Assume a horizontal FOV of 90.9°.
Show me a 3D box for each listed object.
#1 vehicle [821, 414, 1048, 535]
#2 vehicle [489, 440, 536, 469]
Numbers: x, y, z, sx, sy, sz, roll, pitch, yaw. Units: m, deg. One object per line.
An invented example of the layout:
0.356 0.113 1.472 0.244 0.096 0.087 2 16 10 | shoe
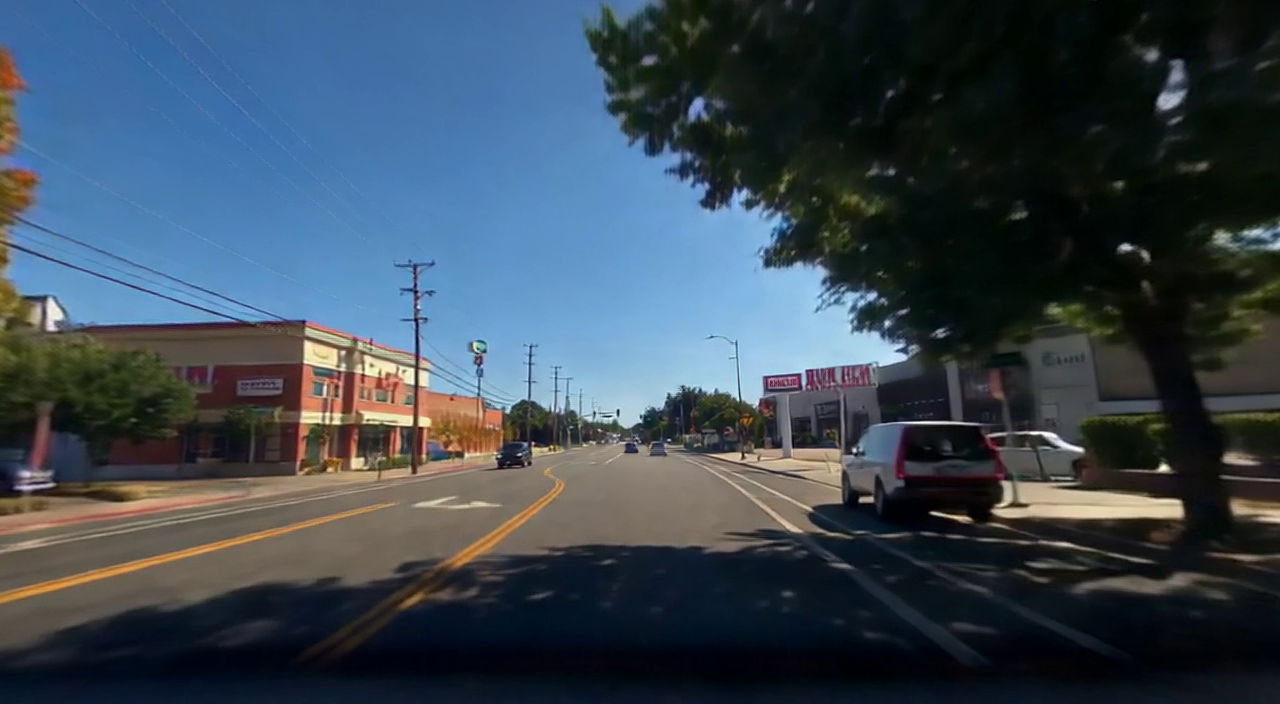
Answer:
5.235 2.239 12.155 2.182 1.850 4.705 0 -8 2 | vehicle
-7.928 6.435 39.625 1.973 1.704 4.476 0 -8 1 | vehicle
